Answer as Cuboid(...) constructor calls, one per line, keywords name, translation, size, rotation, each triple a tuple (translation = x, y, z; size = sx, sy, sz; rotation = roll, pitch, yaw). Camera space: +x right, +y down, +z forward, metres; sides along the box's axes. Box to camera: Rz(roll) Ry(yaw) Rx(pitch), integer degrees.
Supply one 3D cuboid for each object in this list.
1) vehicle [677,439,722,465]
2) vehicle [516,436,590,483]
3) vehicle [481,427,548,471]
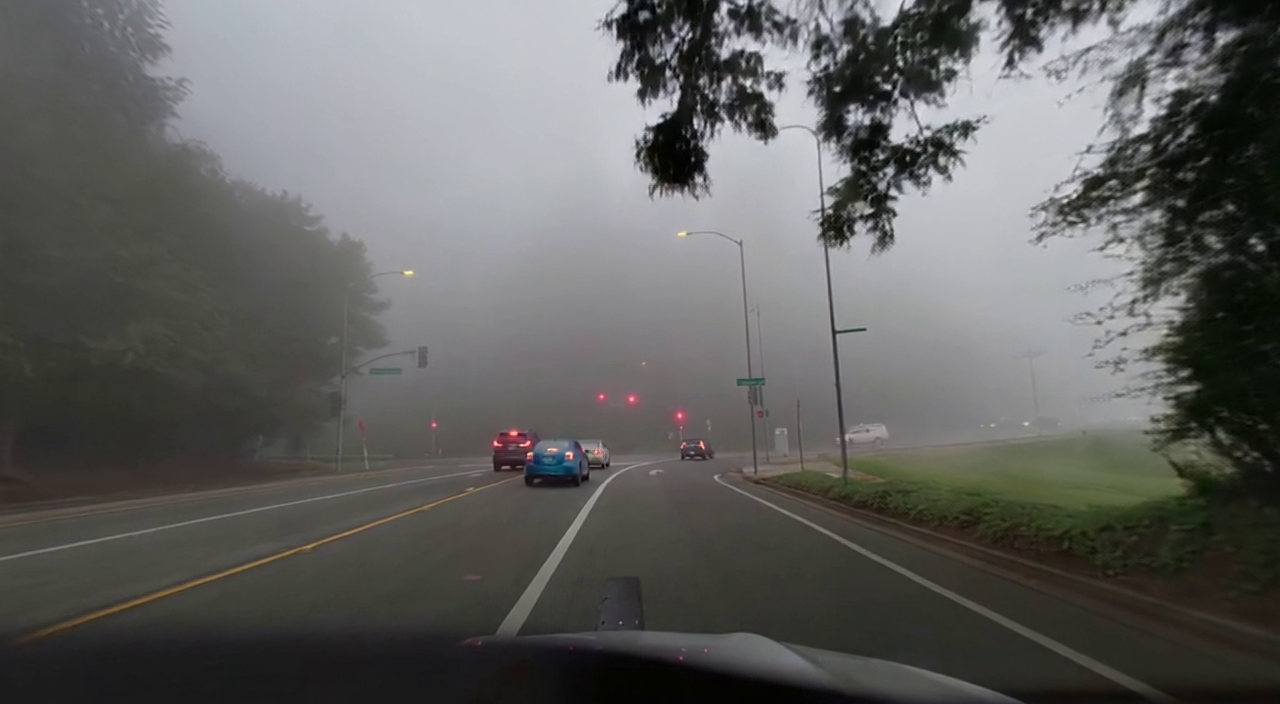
Cuboid(name="vehicle", translation=(3.610, 5.945, 37.689), size=(1.945, 1.410, 4.284), rotation=(-2, -9, 15))
Cuboid(name="vehicle", translation=(-2.963, 3.781, 22.447), size=(1.979, 1.492, 3.930), rotation=(0, -9, 1))
Cuboid(name="vehicle", translation=(-6.169, 4.850, 31.754), size=(2.390, 2.020, 5.085), rotation=(0, -9, 0))
